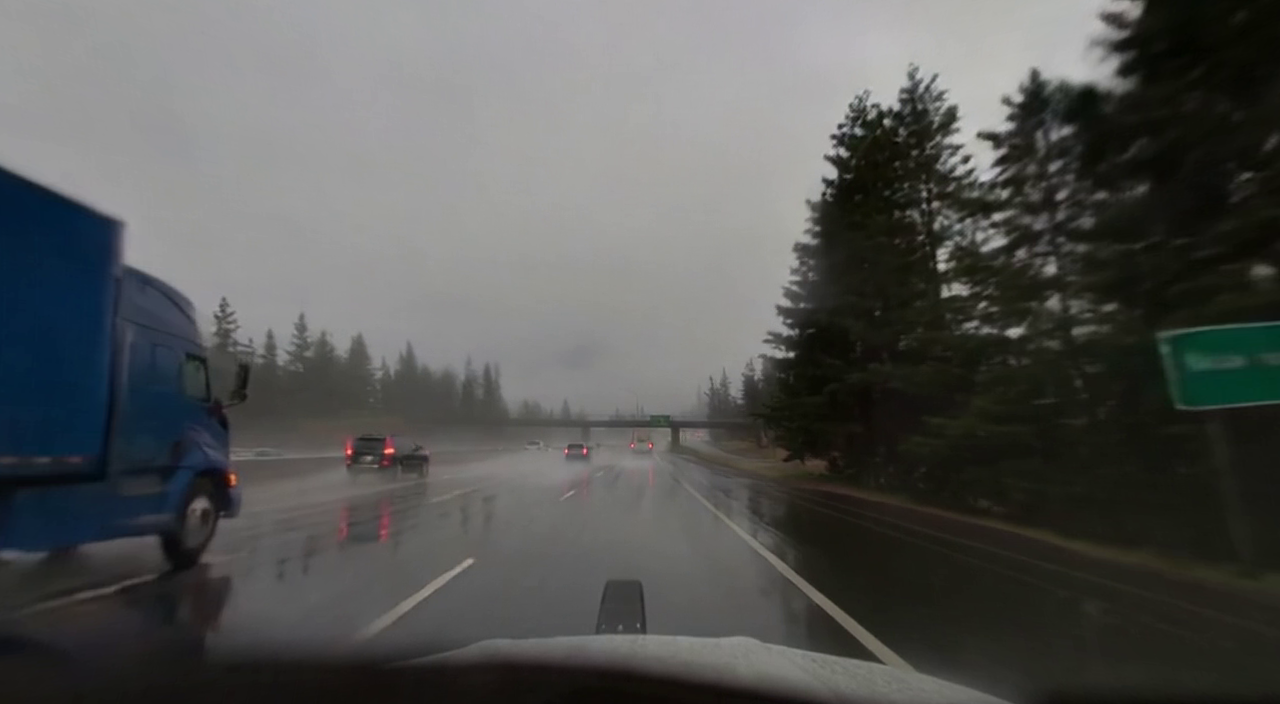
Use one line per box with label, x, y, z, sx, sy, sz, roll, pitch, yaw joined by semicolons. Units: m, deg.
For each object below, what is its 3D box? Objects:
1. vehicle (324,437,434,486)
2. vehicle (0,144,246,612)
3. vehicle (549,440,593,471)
vehicle;-10.327;4.368;25.497;2.146;1.764;5.510;0;-9;-1
vehicle;-7.005;-0.101;3.190;3.303;3.868;10.298;0;-9;0
vehicle;-4.027;6.147;37.481;2.094;1.695;4.260;0;-9;1
